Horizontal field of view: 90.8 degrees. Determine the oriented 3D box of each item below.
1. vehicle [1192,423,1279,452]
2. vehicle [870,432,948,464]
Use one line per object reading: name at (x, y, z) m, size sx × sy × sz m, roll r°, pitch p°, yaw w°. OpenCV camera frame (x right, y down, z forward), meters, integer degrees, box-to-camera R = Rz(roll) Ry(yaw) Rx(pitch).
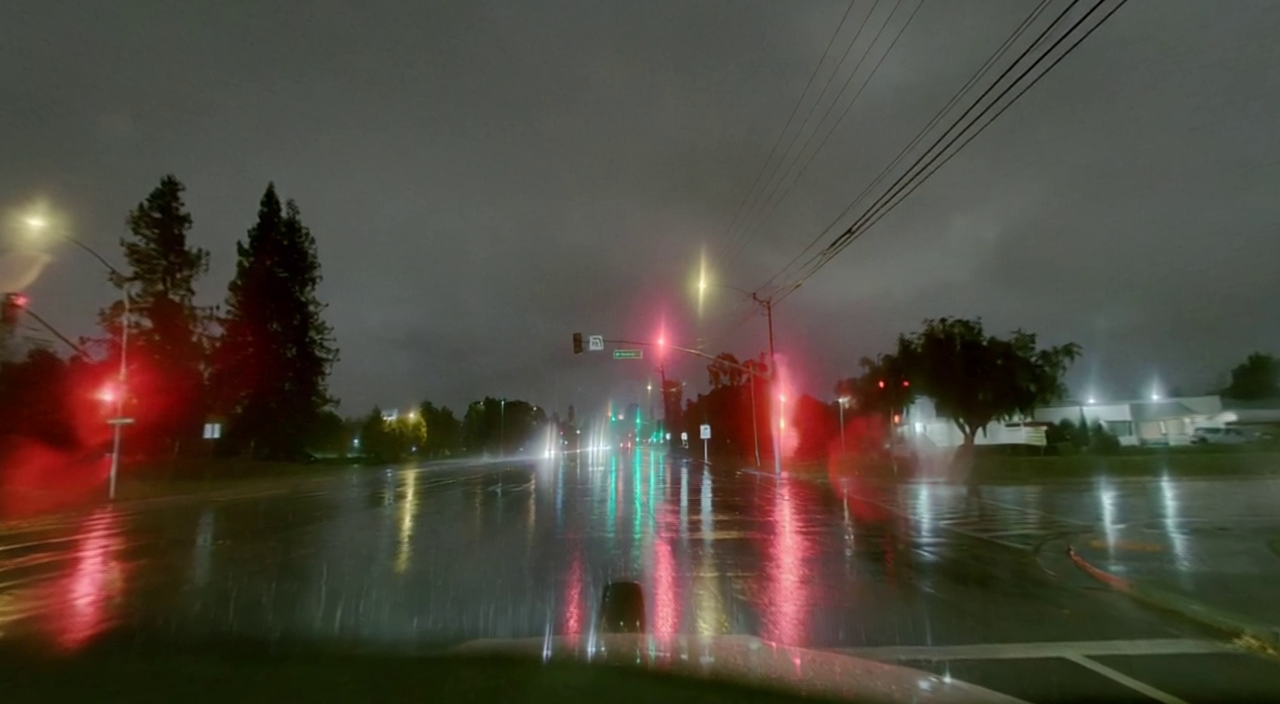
vehicle at (34.090, 4.866, 35.745) m, size 1.832 × 1.521 × 4.266 m, roll 0°, pitch -9°, yaw 1°
vehicle at (14.950, 5.378, 35.386) m, size 1.959 × 1.471 × 4.570 m, roll -4°, pitch -9°, yaw -5°
